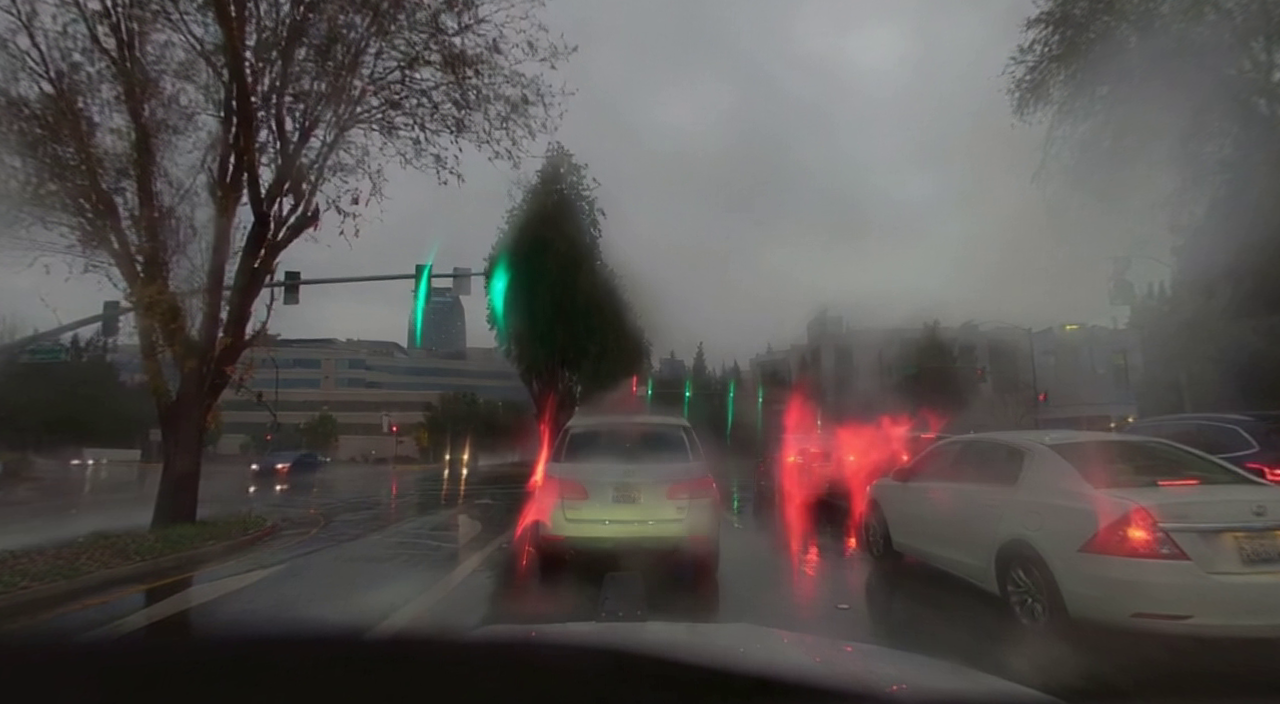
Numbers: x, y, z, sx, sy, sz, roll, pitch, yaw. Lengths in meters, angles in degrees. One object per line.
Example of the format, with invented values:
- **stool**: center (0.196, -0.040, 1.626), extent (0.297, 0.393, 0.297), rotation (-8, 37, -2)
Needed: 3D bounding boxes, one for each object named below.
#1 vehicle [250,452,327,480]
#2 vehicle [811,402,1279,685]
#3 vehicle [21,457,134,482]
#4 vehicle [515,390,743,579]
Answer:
- **vehicle**: center (-20.765, 6.731, 37.592), extent (1.899, 1.469, 4.668), rotation (0, -9, 0)
- **vehicle**: center (3.357, 1.420, 5.975), extent (2.034, 1.558, 4.774), rotation (0, -9, -1)
- **vehicle**: center (-35.105, 7.341, 39.578), extent (4.845, 1.442, 1.880), rotation (2, -9, -13)
- **vehicle**: center (-0.219, 1.617, 8.435), extent (2.236, 1.827, 4.316), rotation (1, -9, -3)
